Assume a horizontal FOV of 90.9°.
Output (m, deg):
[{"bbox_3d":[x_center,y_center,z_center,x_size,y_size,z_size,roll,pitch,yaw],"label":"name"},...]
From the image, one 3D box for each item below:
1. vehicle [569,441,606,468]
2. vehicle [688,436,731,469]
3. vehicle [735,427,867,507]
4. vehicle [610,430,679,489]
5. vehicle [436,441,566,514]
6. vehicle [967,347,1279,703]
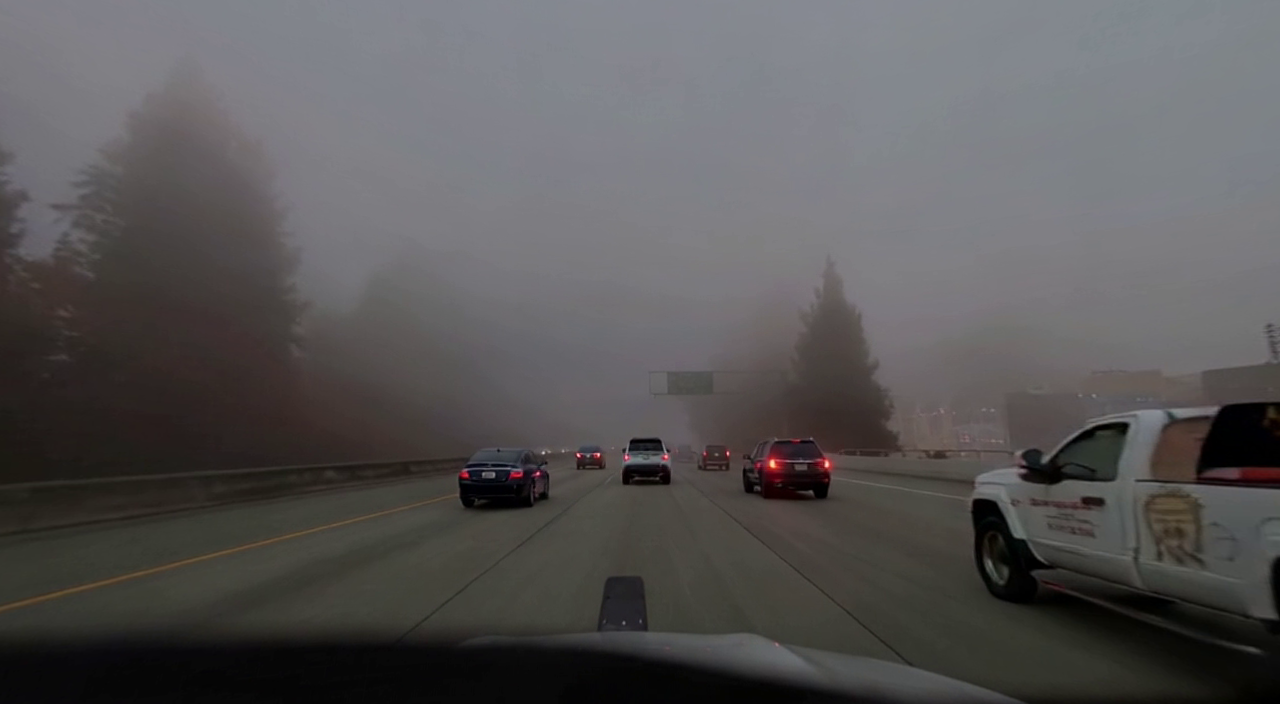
[{"bbox_3d":[-3.395,6.764,41.729,1.951,1.694,4.188,-1,-8,2],"label":"vehicle"},{"bbox_3d":[4.089,5.935,37.517,2.039,1.832,3.989,0,-8,-1],"label":"vehicle"},{"bbox_3d":[3.774,2.780,15.700,2.094,1.676,4.309,0,-8,-1],"label":"vehicle"},{"bbox_3d":[0.145,3.694,21.979,2.153,1.805,4.631,0,-8,0],"label":"vehicle"},{"bbox_3d":[-3.109,2.917,15.319,1.965,1.443,4.968,0,-8,1],"label":"vehicle"},{"bbox_3d":[3.872,0.879,3.078,2.156,1.701,4.494,0,-8,1],"label":"vehicle"}]
